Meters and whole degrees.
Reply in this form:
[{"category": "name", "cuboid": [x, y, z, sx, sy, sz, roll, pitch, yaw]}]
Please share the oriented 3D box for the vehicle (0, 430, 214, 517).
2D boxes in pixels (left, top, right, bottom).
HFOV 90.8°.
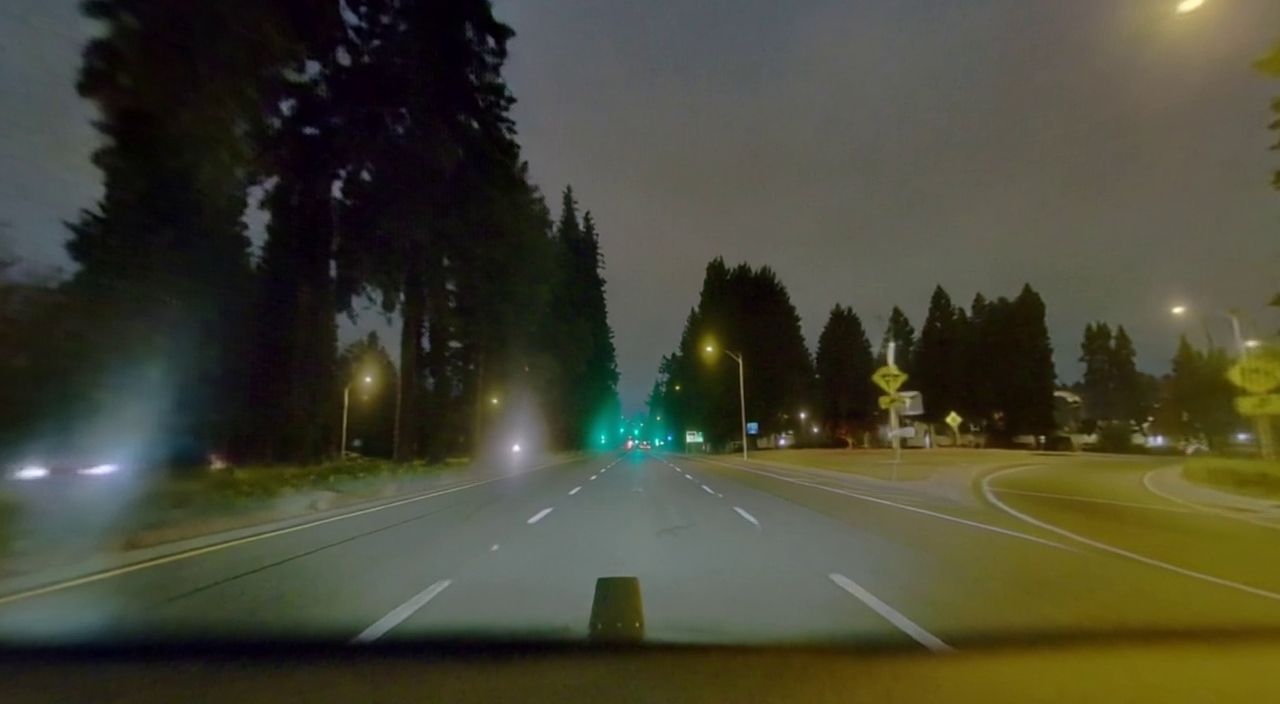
[{"category": "vehicle", "cuboid": [-13.106, 2.806, 15.212, 2.156, 1.728, 4.968, 0, -8, 1]}]
